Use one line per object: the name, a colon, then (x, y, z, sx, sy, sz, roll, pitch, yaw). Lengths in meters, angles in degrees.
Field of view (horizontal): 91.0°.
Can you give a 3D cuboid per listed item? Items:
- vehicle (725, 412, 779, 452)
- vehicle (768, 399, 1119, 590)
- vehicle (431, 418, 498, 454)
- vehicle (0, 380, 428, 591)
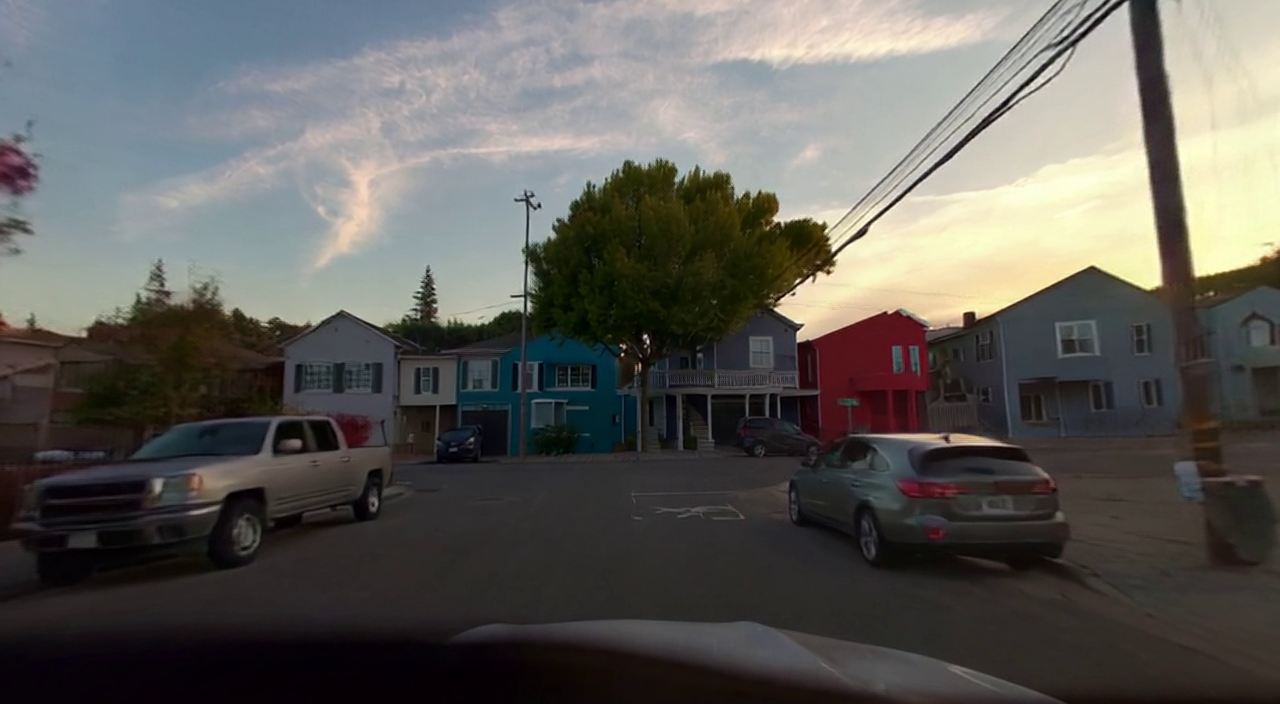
vehicle: (5.767, 4.185, 33.027, 2.081, 1.891, 4.367, 0, -7, 1)
vehicle: (3.429, 1.726, 8.547, 2.109, 1.811, 4.886, 0, -9, -3)
vehicle: (-9.123, 4.480, 33.191, 2.091, 1.760, 4.760, 0, -9, 1)
vehicle: (-5.479, 1.787, 9.477, 2.480, 2.084, 6.353, 0, -9, -1)
